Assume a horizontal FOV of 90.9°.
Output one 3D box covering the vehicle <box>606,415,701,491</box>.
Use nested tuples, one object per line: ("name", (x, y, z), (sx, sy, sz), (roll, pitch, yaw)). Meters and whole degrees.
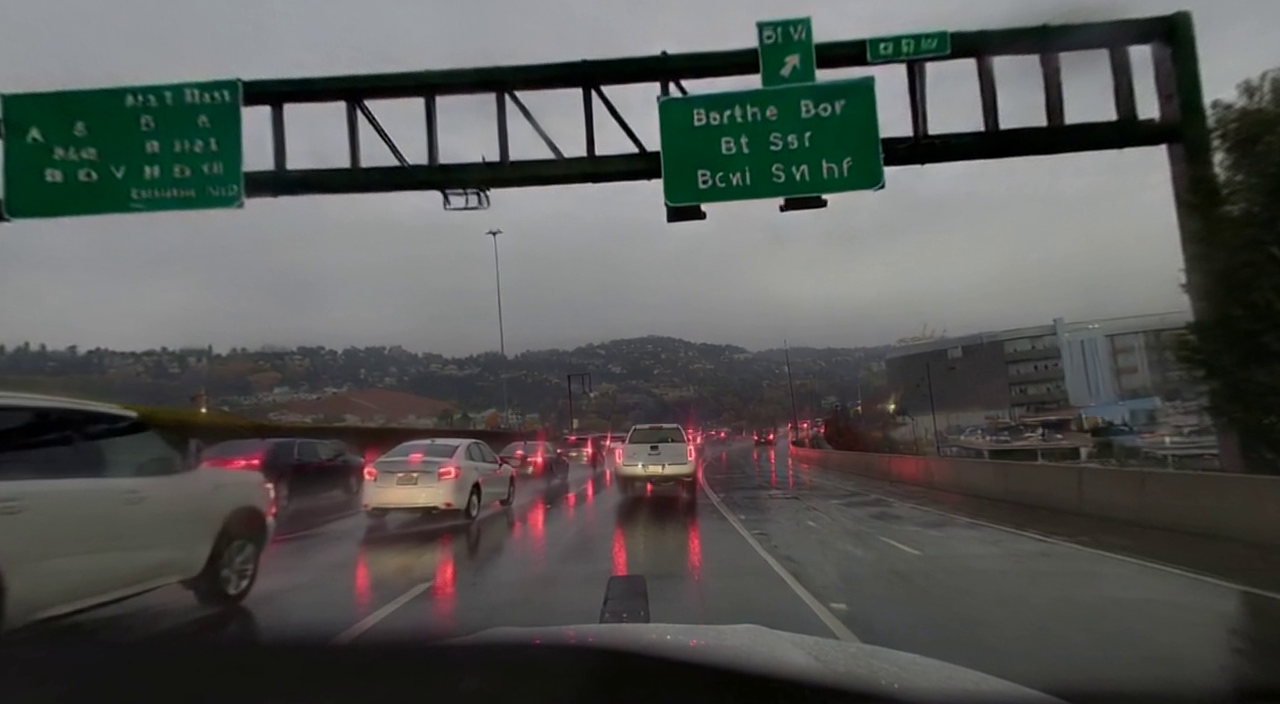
("vehicle", (0.524, 3.213, 20.342), (2.616, 2.063, 5.933), (0, -9, 3))

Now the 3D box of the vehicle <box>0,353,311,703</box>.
("vehicle", (-4.207, 1.079, 4.106), (1.850, 1.862, 4.150), (0, -9, 0))

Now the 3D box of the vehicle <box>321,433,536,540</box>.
("vehicle", (-3.420, 2.282, 11.491), (1.998, 1.494, 5.020), (0, -9, 3))
